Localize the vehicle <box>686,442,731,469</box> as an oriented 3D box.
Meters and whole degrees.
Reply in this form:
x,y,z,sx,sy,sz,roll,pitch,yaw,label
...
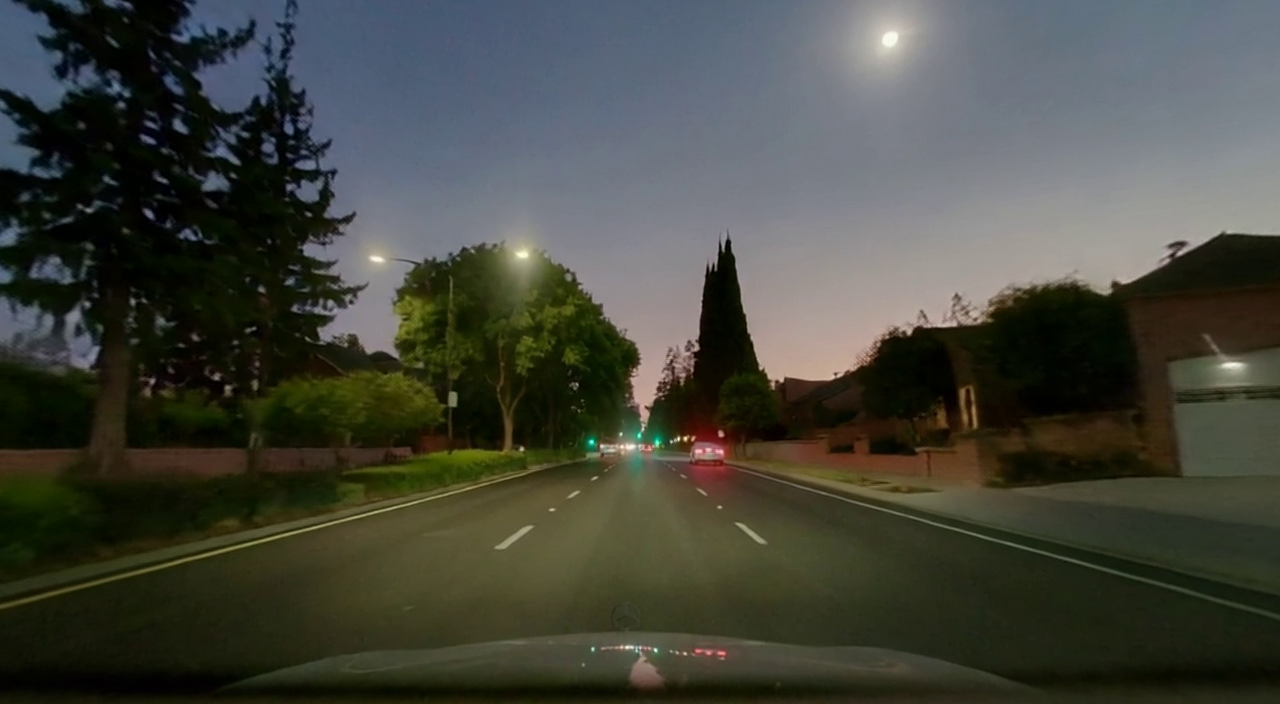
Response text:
x,y,z,sx,sy,sz,roll,pitch,yaw,label
4.139,6.337,38.844,2.237,1.578,4.621,0,-8,-1,vehicle
